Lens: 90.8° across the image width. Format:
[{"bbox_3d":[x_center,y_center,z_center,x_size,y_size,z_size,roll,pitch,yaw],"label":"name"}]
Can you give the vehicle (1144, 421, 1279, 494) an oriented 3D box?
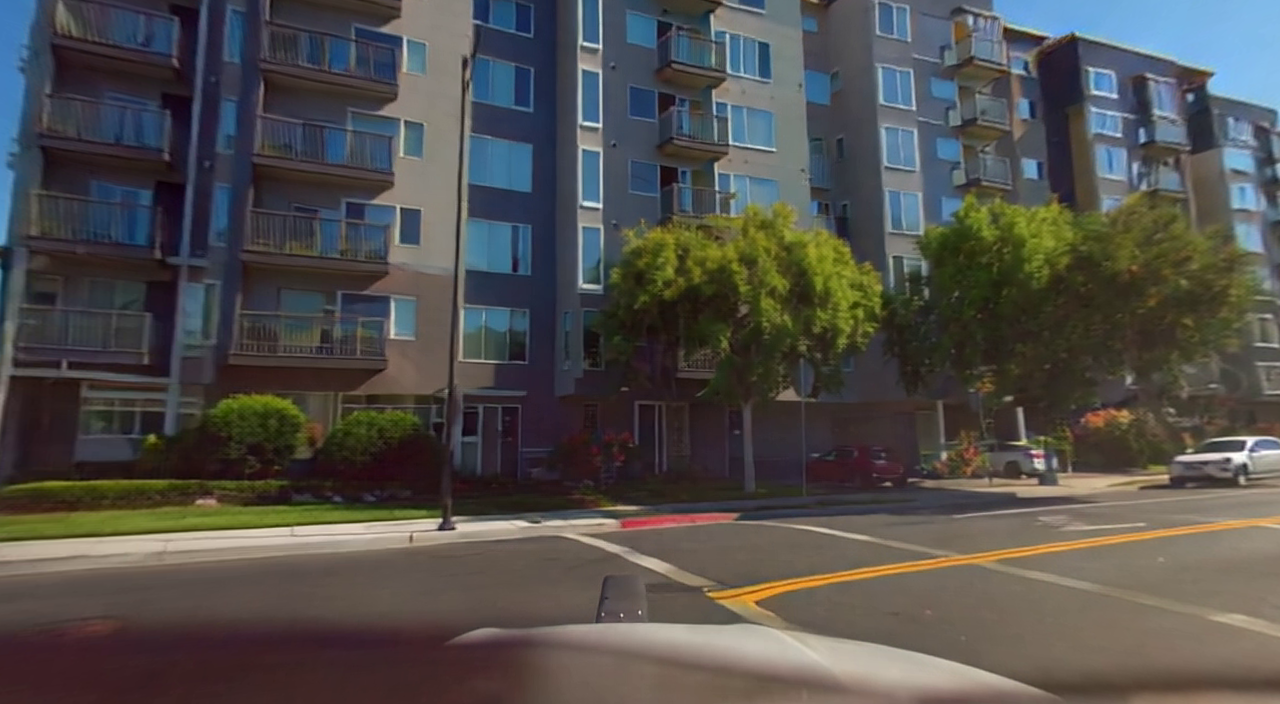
[{"bbox_3d":[16.787,2.905,17.699,4.619,1.817,1.993,3,-9,-22],"label":"vehicle"}]
